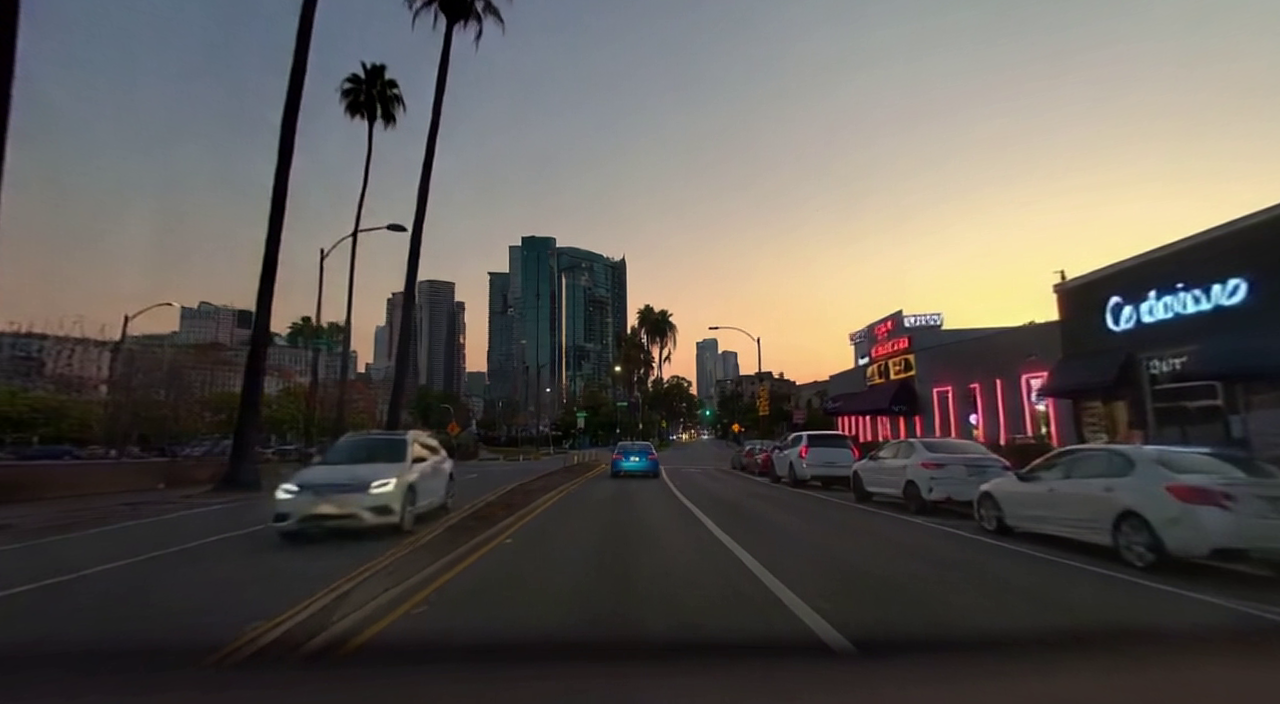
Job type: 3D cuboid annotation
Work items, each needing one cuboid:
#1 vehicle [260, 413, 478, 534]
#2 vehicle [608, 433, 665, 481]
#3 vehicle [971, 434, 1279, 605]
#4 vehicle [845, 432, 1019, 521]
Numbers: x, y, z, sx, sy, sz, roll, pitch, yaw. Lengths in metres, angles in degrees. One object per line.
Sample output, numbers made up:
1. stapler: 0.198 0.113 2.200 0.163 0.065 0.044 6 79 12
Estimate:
1. vehicle: -4.630 2.141 11.721 2.188 1.797 4.358 0 -8 -1
2. vehicle: -0.178 4.100 24.962 2.063 1.664 4.471 0 -8 -1
3. vehicle: 6.260 1.814 7.873 1.885 1.506 4.302 0 -8 -1
4. vehicle: 6.089 2.608 13.828 1.747 1.619 4.157 0 -8 -1
